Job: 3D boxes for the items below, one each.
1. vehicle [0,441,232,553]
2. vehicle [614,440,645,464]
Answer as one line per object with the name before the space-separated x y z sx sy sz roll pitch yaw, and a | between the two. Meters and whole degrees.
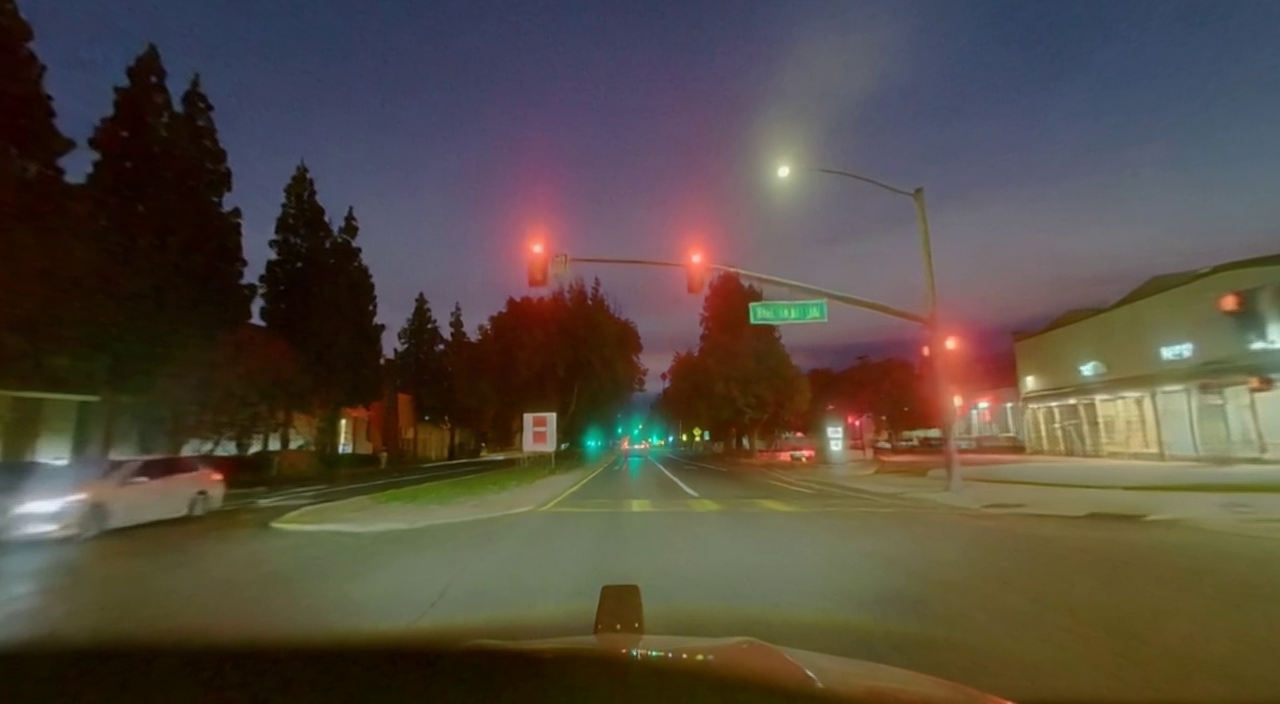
vehicle | -8.998 2.210 10.402 1.777 1.438 4.190 0 -8 0
vehicle | -0.737 6.737 42.559 2.045 1.510 3.690 0 -8 -2
